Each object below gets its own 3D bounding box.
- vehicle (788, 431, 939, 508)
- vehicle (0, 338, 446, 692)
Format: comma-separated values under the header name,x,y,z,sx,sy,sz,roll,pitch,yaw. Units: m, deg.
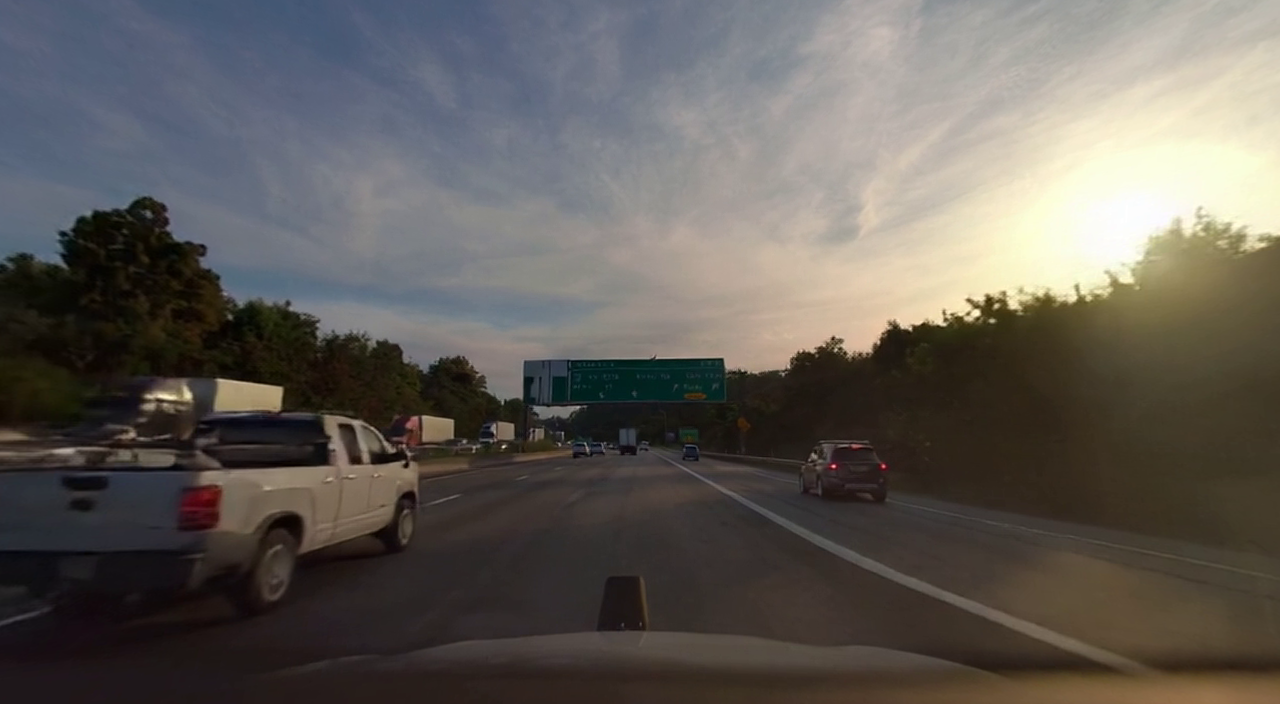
name,x,y,z,sx,sy,sz,roll,pitch,yaw
vehicle,5.617,3.012,16.534,2.080,1.725,4.252,1,-9,-5
vehicle,-3.850,1.274,6.099,2.220,1.928,5.176,0,-9,1
